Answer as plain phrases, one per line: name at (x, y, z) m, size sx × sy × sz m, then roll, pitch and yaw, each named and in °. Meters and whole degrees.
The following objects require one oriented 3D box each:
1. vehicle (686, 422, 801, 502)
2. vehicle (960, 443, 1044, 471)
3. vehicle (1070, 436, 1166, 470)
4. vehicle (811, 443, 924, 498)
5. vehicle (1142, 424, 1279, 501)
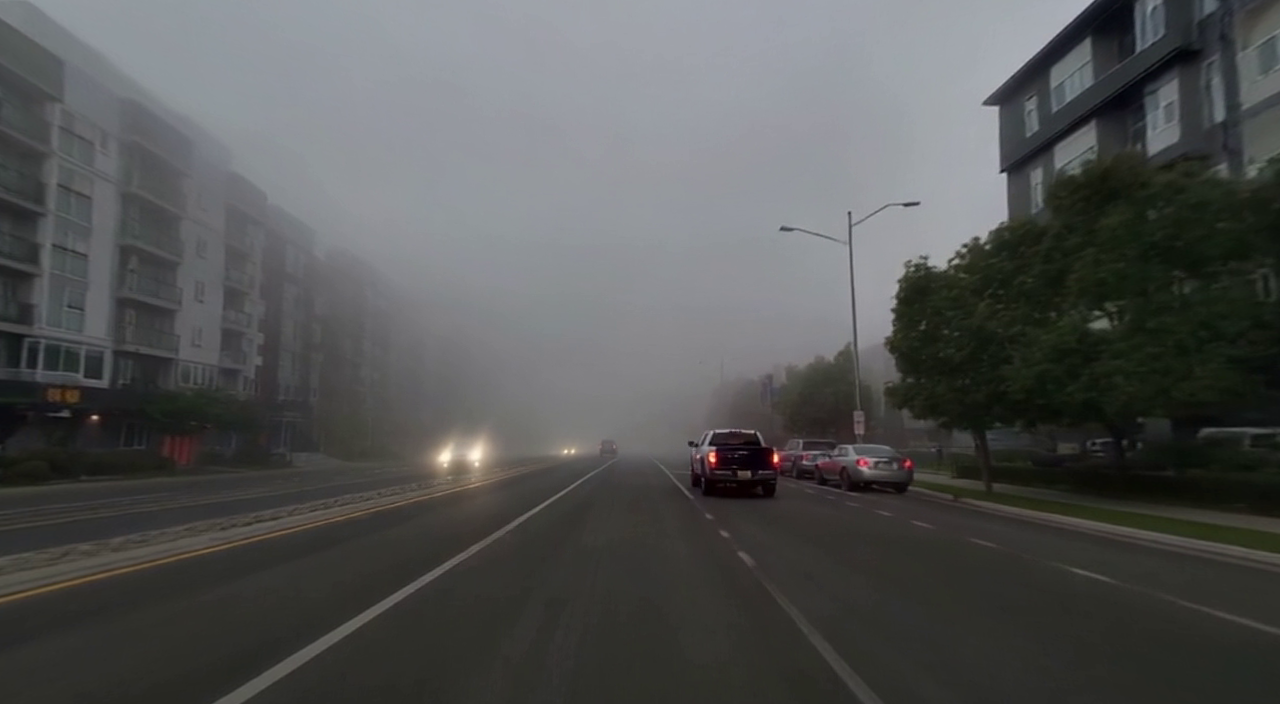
vehicle at (2.514, 2.864, 16.798) m, size 2.130 × 1.787 × 5.126 m, roll 0°, pitch -9°, yaw -1°
vehicle at (20.287, 5.861, 35.619) m, size 1.780 × 1.474 × 4.533 m, roll 0°, pitch -8°, yaw -5°
vehicle at (25.766, 5.446, 34.256) m, size 1.887 × 1.696 × 4.337 m, roll -1°, pitch -9°, yaw 3°
vehicle at (6.738, 3.536, 19.241) m, size 1.795 × 1.459 × 4.333 m, roll 0°, pitch -9°, yaw -1°
vehicle at (14.776, 2.569, 14.895) m, size 1.975 × 1.648 × 4.451 m, roll 1°, pitch -8°, yaw -4°
